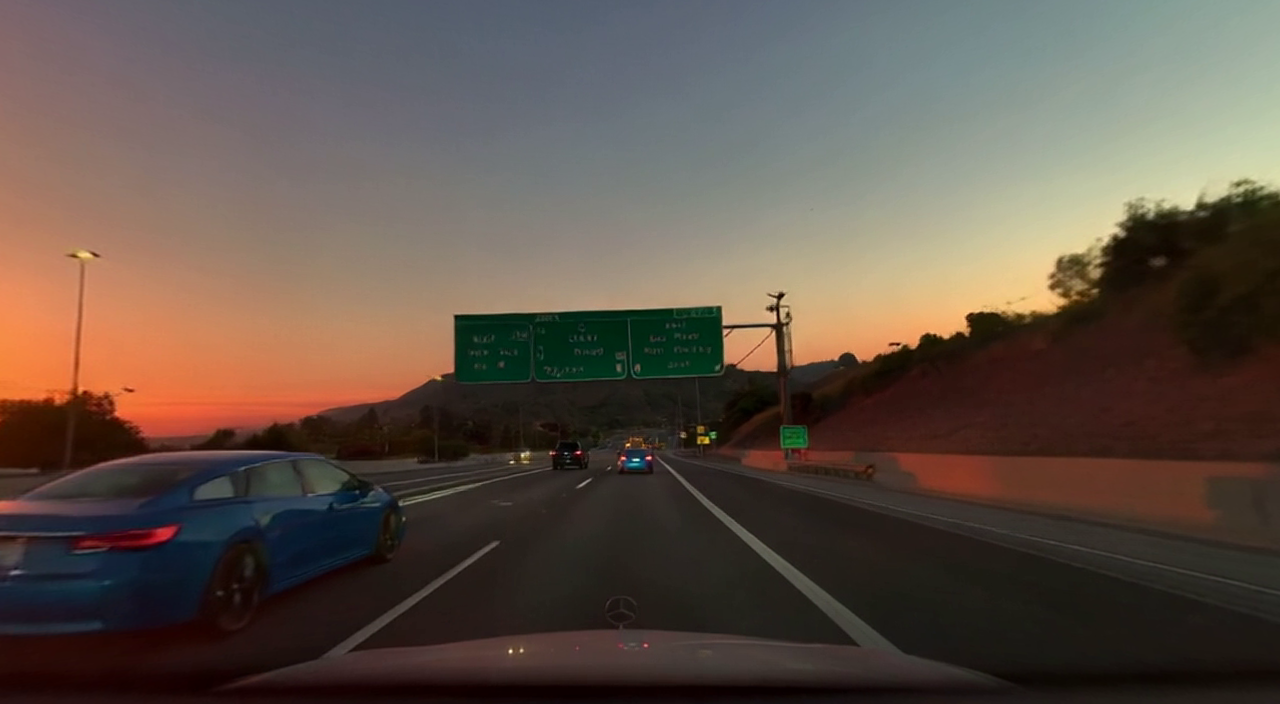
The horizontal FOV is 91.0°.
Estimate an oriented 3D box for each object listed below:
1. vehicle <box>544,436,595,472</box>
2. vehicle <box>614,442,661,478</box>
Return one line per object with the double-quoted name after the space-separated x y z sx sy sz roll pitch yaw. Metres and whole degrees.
-3.893 5.746 35.616 2.264 1.901 4.647 0 -9 1 "vehicle"
-0.083 5.058 29.765 2.086 1.548 4.325 0 -9 1 "vehicle"
